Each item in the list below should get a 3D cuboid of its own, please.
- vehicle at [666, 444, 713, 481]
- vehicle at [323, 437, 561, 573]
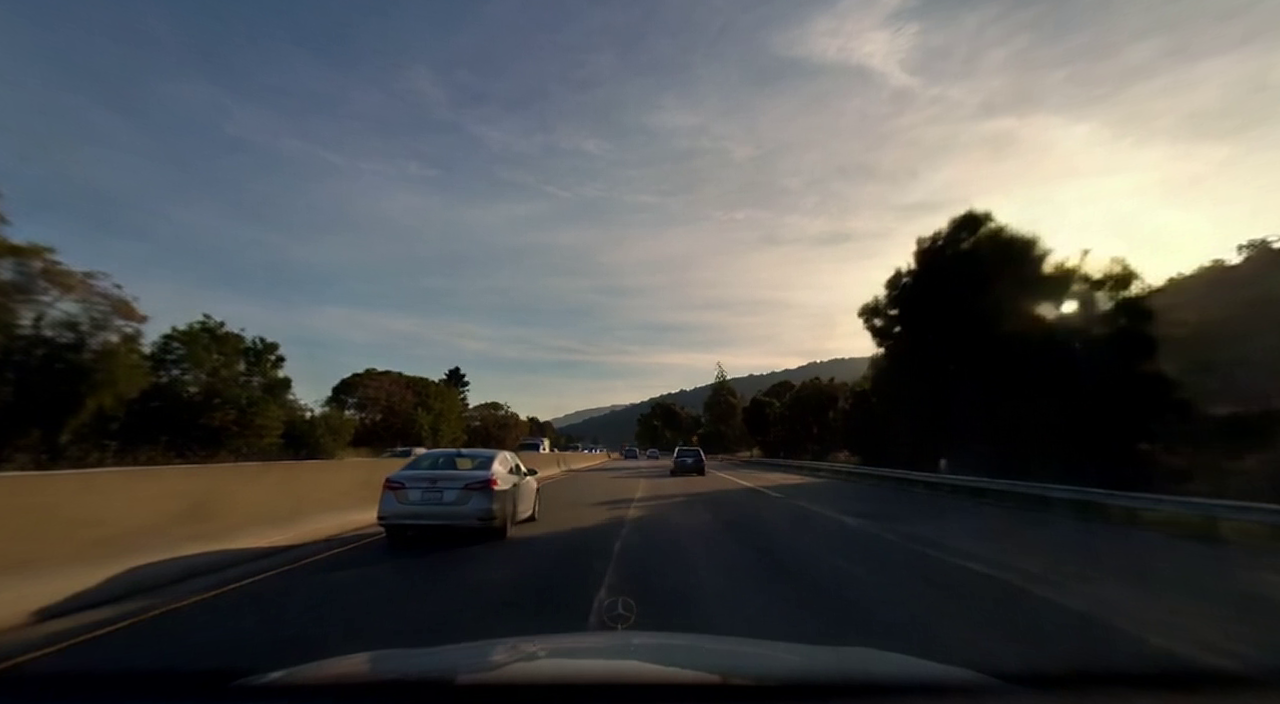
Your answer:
[{"bbox_3d":[2.191,5.020,28.705,1.910,1.554,3.718,0,-9,1],"label":"vehicle"},{"bbox_3d":[-2.473,2.029,9.106,2.013,1.479,4.169,-1,-9,1],"label":"vehicle"}]
